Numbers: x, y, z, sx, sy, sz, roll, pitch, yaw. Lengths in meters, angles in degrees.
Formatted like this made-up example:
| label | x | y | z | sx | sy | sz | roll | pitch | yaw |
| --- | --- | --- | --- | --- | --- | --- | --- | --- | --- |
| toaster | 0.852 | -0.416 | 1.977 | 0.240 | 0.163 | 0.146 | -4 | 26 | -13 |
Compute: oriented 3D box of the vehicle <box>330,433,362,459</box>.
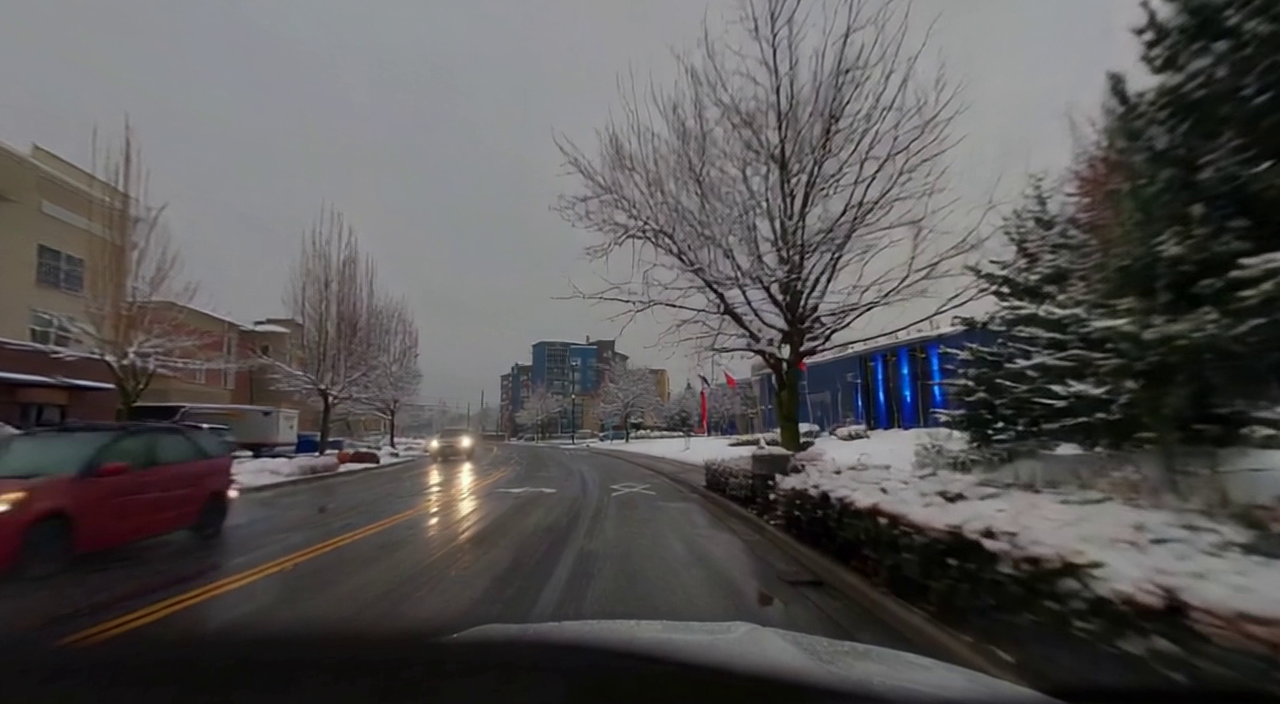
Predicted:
| label | x | y | z | sx | sy | sz | roll | pitch | yaw |
| --- | --- | --- | --- | --- | --- | --- | --- | --- | --- |
| vehicle | -19.175 | 6.143 | 41.166 | 1.778 | 1.584 | 2.802 | 2 | -8 | -23 |

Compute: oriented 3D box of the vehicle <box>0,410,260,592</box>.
| label | x | y | z | sx | sy | sz | roll | pitch | yaw |
| --- | --- | --- | --- | --- | --- | --- | --- | --- | --- |
| vehicle | -6.726 | 1.578 | 7.523 | 1.963 | 1.589 | 4.212 | 0 | -7 | -4 |

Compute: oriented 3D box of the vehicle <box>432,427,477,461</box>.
| label | x | y | z | sx | sy | sz | roll | pitch | yaw |
| --- | --- | --- | --- | --- | --- | --- | --- | --- | --- |
| vehicle | -11.078 | 5.490 | 37.863 | 2.026 | 1.882 | 4.277 | 0 | -7 | -9 |
